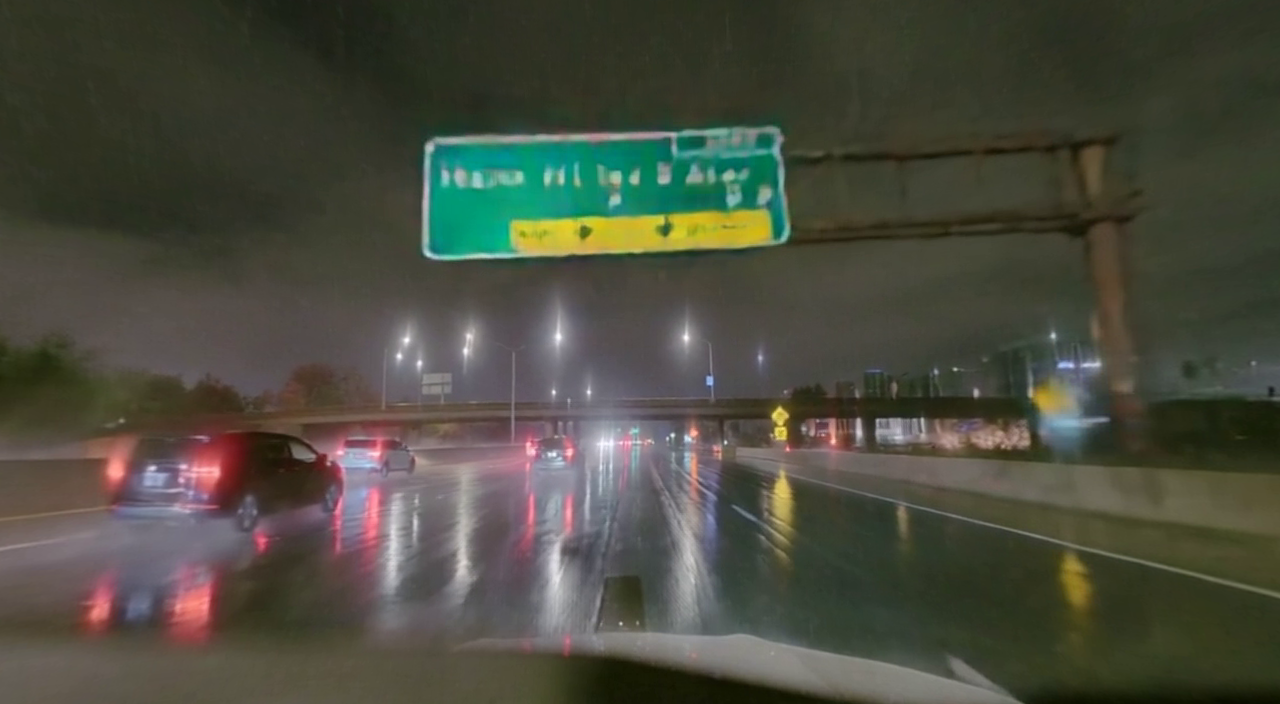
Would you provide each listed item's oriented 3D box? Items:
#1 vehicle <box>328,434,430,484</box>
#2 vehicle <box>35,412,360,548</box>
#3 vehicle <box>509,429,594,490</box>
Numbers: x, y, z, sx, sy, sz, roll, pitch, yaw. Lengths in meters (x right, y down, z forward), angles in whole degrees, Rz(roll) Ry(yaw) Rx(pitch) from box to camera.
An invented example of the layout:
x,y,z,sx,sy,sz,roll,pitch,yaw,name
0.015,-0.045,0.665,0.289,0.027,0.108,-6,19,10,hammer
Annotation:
x,y,z,sx,sy,sz,roll,pitch,yaw,name
-10.143,4.180,25.054,1.969,1.759,4.758,0,-8,1,vehicle
-6.892,2.031,10.755,2.015,1.762,4.790,0,-8,0,vehicle
-2.681,3.381,20.202,2.027,1.697,4.307,0,-8,1,vehicle
